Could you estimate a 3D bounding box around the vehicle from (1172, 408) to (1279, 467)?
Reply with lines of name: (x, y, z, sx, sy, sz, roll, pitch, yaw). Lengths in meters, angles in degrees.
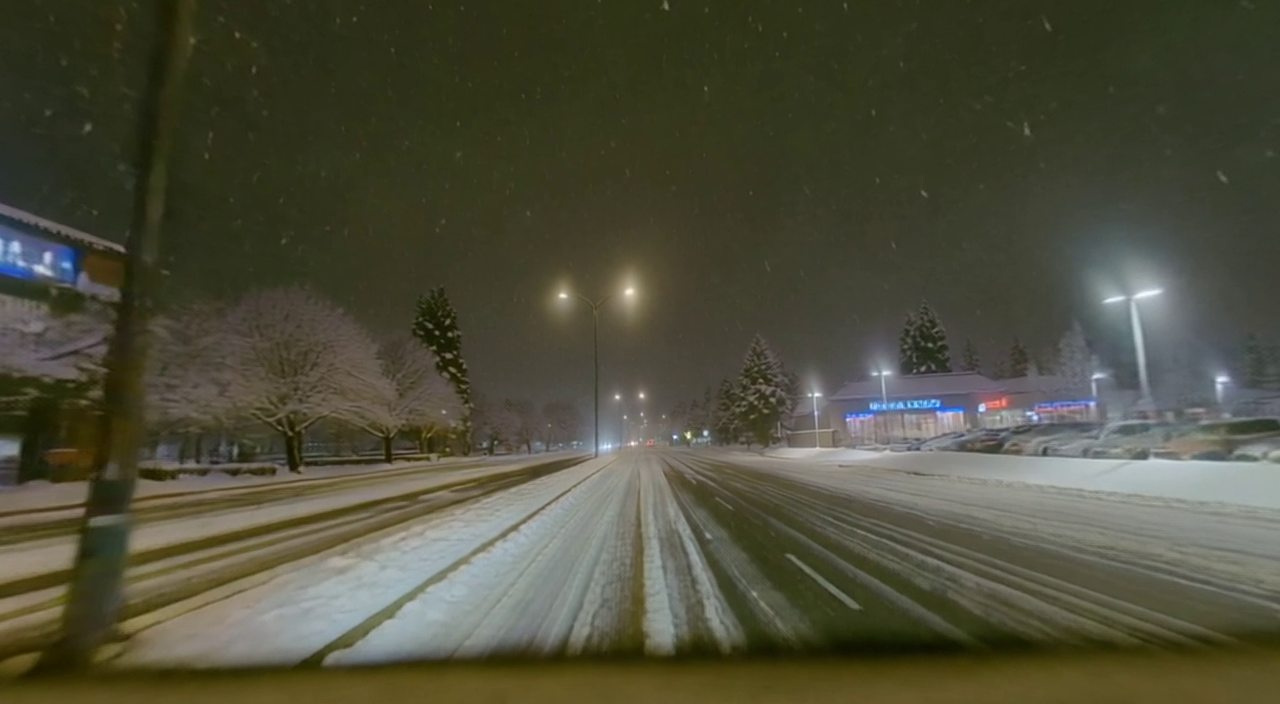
vehicle: (20.097, 2.699, 20.009, 4.532, 1.763, 2.102, 1, -7, -2)
